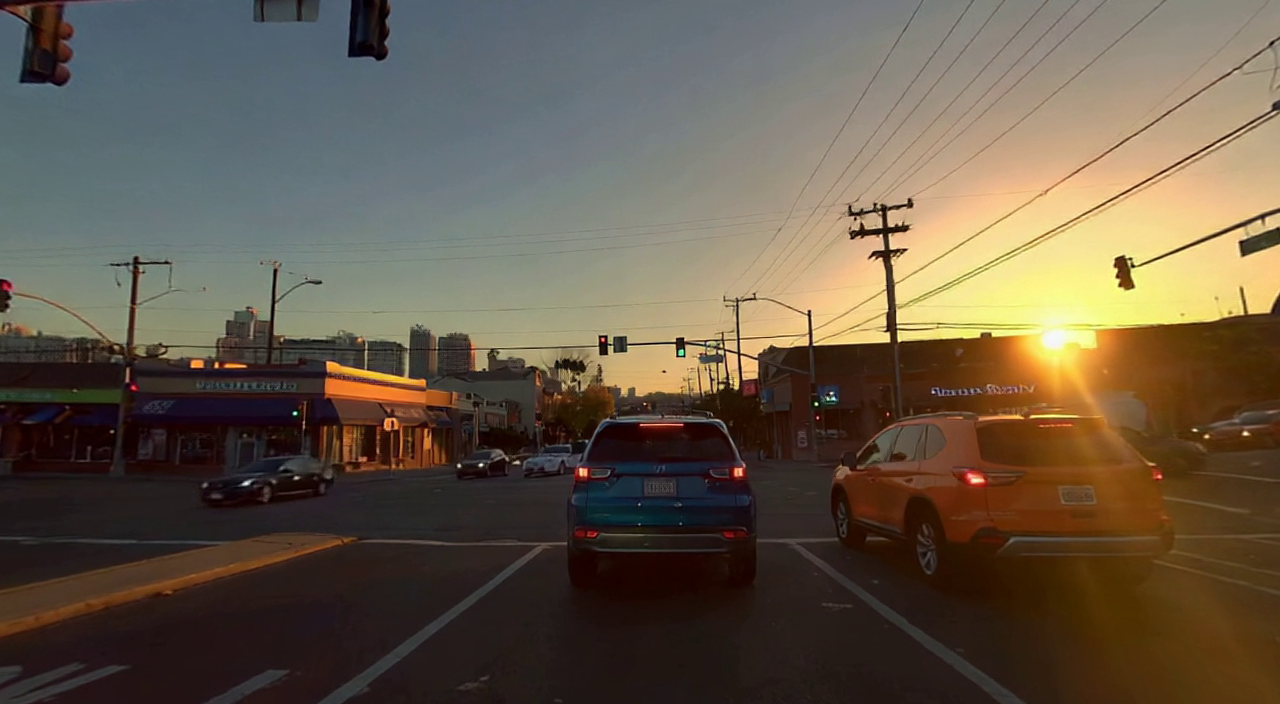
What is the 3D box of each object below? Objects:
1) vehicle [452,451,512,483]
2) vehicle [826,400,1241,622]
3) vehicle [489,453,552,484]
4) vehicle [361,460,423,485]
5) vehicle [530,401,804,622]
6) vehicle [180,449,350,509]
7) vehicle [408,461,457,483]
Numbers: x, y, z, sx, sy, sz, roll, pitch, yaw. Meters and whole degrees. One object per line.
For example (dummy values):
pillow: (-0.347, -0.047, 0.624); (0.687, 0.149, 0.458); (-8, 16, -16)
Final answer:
vehicle: (-9.447, 6.905, 38.201); (2.029, 1.776, 4.711); (-1, -8, 6)
vehicle: (3.612, 1.516, 6.961); (1.976, 1.664, 4.189); (-1, -8, 2)
vehicle: (-6.202, 6.095, 33.263); (2.017, 1.468, 4.663); (-1, -8, 5)
vehicle: (-16.209, 7.852, 41.457); (1.872, 1.433, 4.404); (-1, -8, 6)
vehicle: (0.261, 1.503, 6.816); (2.098, 1.682, 3.778); (0, -8, 2)
vehicle: (-10.706, 3.624, 18.532); (1.911, 1.461, 4.691); (-1, -8, 4)
vehicle: (-15.486, 8.956, 47.265); (1.875, 1.475, 4.449); (-1, -8, 5)
